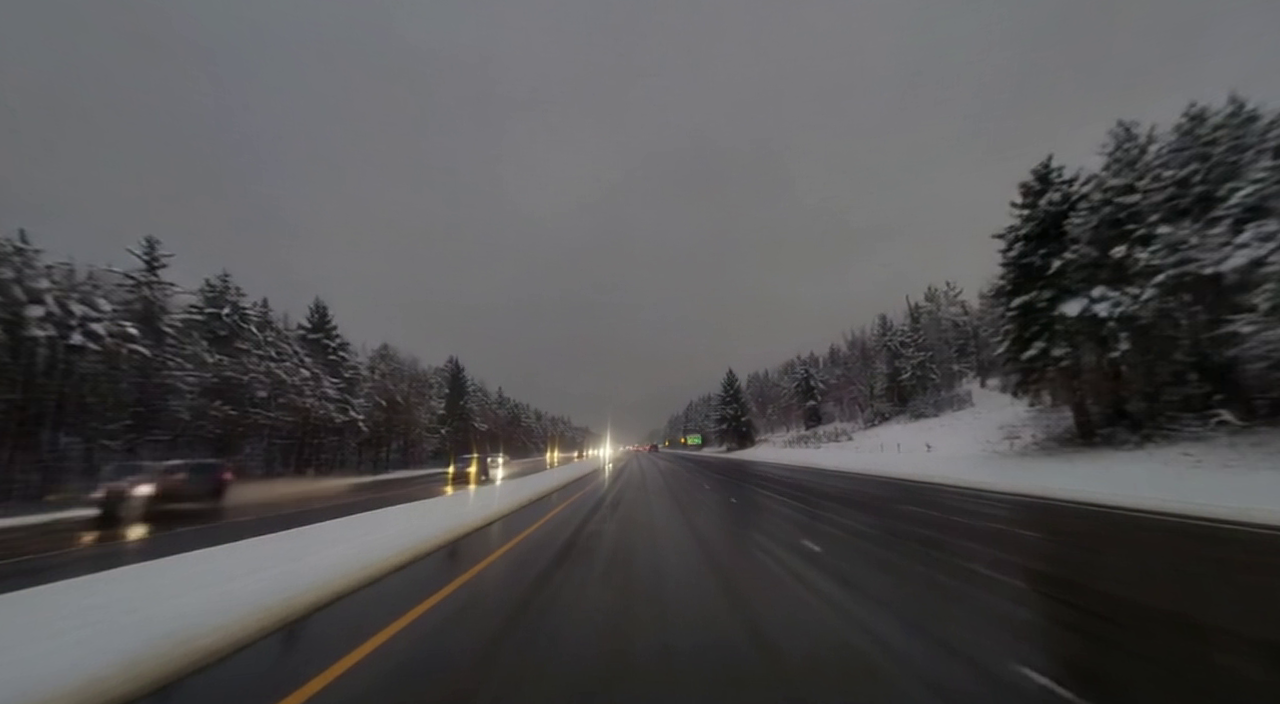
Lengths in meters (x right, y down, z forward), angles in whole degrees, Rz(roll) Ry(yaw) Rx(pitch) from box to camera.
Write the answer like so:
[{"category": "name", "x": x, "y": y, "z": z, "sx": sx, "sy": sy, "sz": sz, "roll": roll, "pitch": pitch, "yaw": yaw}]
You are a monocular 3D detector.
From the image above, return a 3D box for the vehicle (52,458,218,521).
[{"category": "vehicle", "x": -16.931, "y": 4.585, "z": 21.520, "sx": 1.978, "sy": 1.817, "sz": 4.338, "roll": 0, "pitch": -9, "yaw": 0}]

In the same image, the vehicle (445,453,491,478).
[{"category": "vehicle", "x": -12.025, "y": 7.947, "z": 44.311, "sx": 1.965, "sy": 1.625, "sz": 4.322, "roll": 0, "pitch": -9, "yaw": 1}]
